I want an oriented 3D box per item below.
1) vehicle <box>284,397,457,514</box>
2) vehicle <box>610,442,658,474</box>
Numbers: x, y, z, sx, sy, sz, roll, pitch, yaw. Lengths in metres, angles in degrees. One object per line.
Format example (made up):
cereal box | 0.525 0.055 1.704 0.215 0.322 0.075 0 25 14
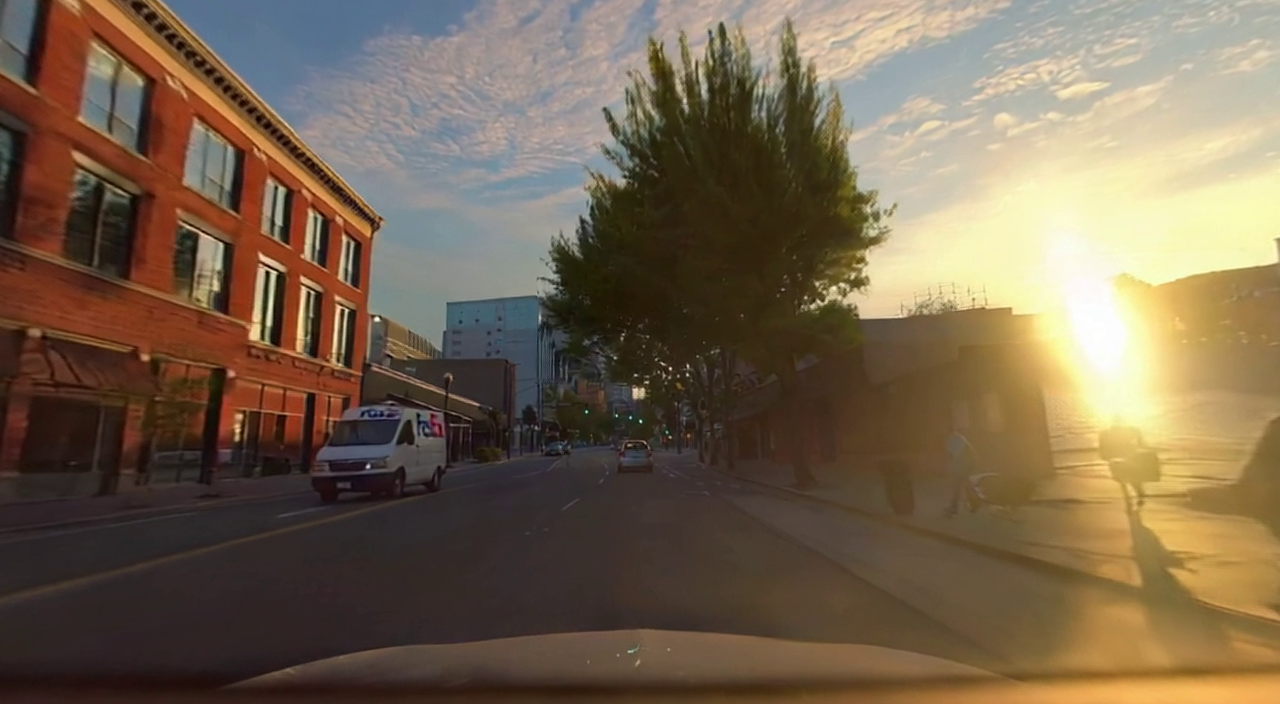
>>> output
vehicle | -7.015 2.772 17.377 2.418 2.620 5.522 -1 -8 -2
vehicle | -0.411 5.568 33.466 2.356 1.572 4.810 0 -9 -3
